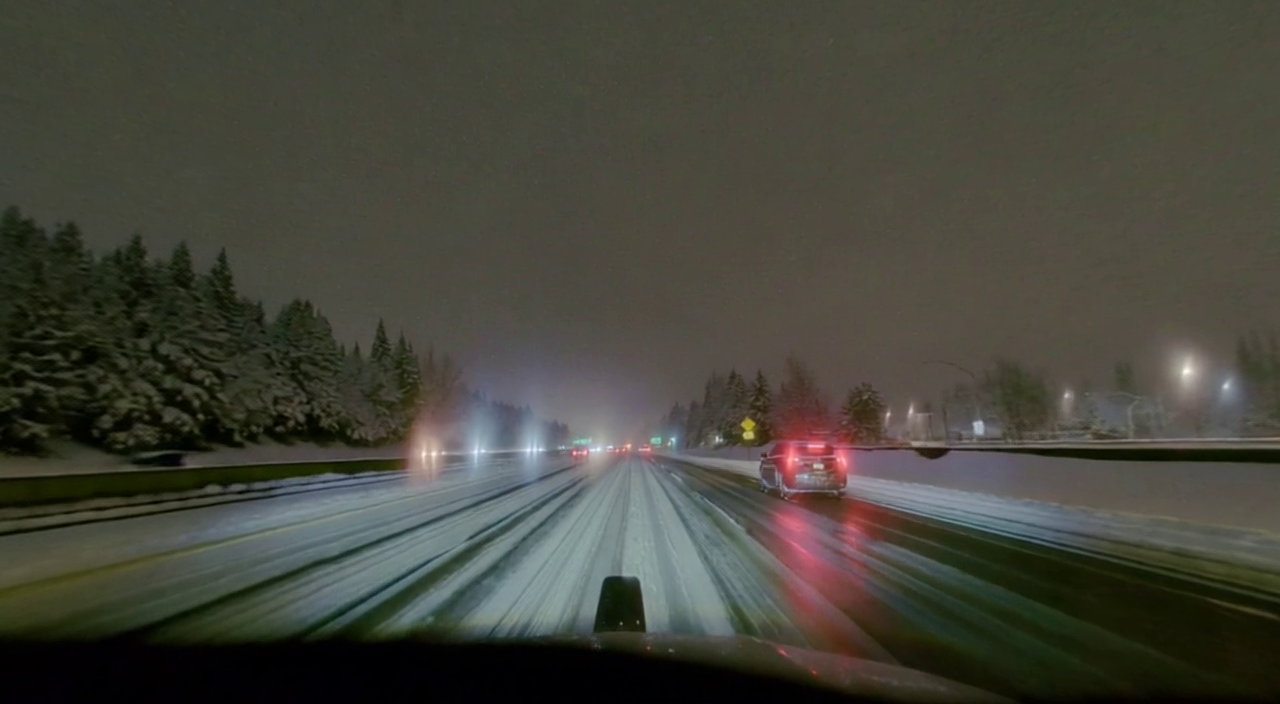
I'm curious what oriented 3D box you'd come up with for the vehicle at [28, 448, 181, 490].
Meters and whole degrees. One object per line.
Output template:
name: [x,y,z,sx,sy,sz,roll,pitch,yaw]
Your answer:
vehicle: [-20.959,4.560,25.058,1.870,1.486,4.785,0,-8,0]
